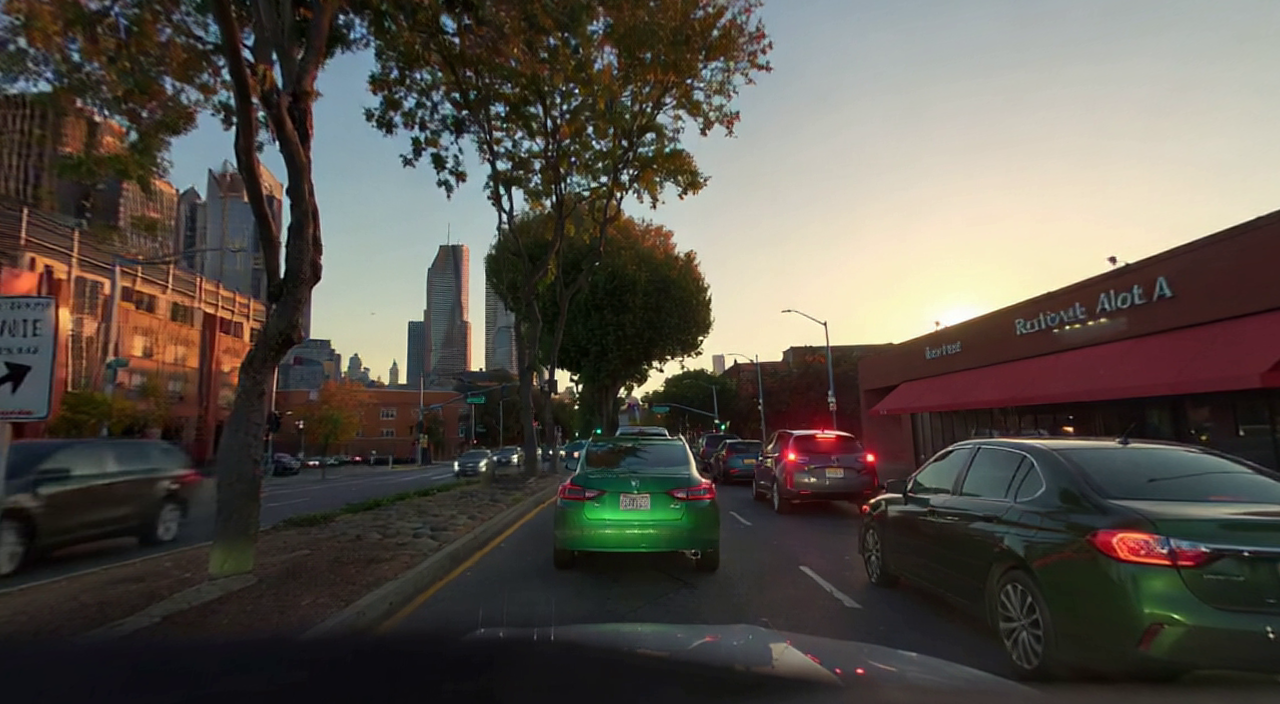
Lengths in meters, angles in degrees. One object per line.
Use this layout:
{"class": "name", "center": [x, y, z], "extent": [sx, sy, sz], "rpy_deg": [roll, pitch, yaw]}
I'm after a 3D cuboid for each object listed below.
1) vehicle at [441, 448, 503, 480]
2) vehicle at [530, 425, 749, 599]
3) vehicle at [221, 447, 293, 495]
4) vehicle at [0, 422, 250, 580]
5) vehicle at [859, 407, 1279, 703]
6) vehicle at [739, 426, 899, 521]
{"class": "vehicle", "center": [-8.235, 5.511, 31.417], "extent": [1.850, 1.417, 4.321], "rpy_deg": [0, -9, 1]}
{"class": "vehicle", "center": [-0.019, 1.656, 7.315], "extent": [1.887, 1.487, 3.535], "rpy_deg": [0, -9, 0]}
{"class": "vehicle", "center": [-15.894, 4.836, 26.117], "extent": [2.072, 1.773, 4.329], "rpy_deg": [6, -10, -35]}
{"class": "vehicle", "center": [-8.008, 1.948, 9.049], "extent": [2.079, 1.695, 4.374], "rpy_deg": [0, -9, -1]}
{"class": "vehicle", "center": [3.308, 1.257, 4.482], "extent": [1.988, 1.480, 4.195], "rpy_deg": [0, -9, 0]}
{"class": "vehicle", "center": [3.529, 2.486, 13.414], "extent": [2.025, 1.660, 4.263], "rpy_deg": [0, -9, -1]}
